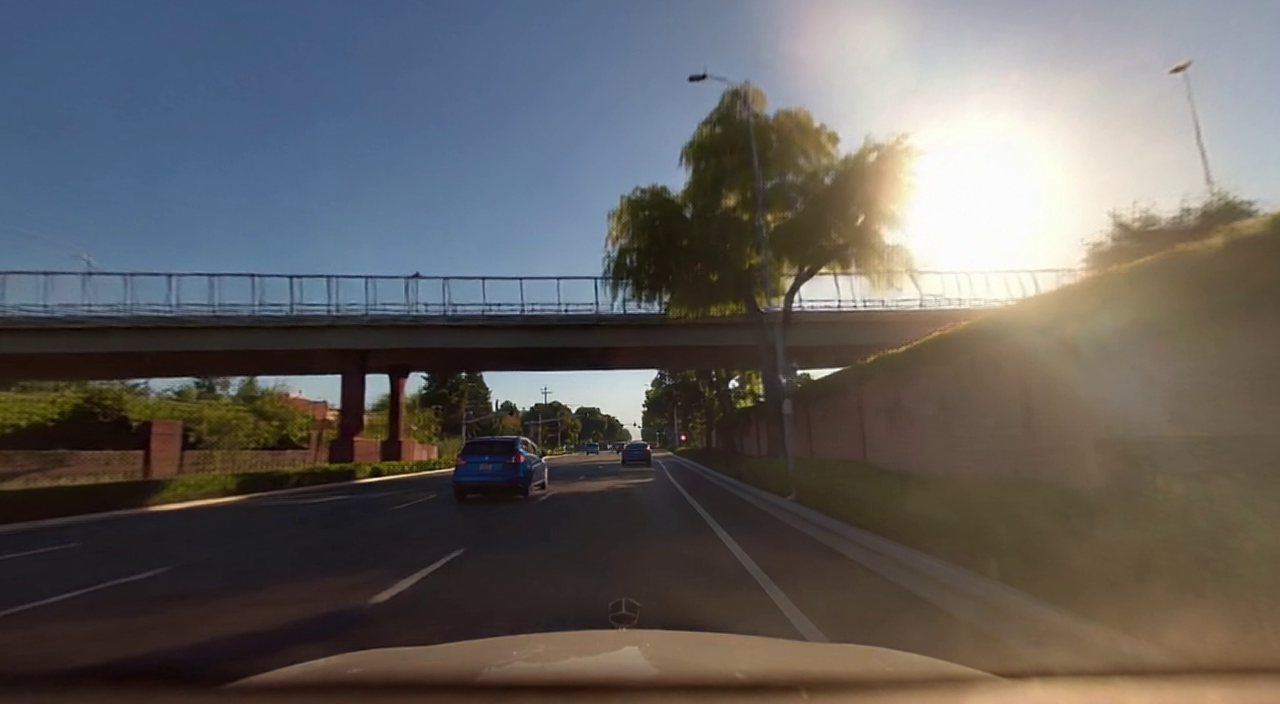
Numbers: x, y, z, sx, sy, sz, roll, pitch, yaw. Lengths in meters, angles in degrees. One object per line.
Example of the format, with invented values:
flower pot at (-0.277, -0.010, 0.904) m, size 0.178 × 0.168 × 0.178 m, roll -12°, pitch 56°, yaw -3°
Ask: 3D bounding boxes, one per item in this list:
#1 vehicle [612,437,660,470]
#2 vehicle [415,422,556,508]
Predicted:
vehicle at (-0.200, 5.003, 31.347) m, size 2.205 × 1.509 × 4.272 m, roll 0°, pitch -8°, yaw -1°
vehicle at (-3.550, 2.723, 15.615) m, size 2.223 × 1.771 × 4.581 m, roll -1°, pitch -8°, yaw 1°
